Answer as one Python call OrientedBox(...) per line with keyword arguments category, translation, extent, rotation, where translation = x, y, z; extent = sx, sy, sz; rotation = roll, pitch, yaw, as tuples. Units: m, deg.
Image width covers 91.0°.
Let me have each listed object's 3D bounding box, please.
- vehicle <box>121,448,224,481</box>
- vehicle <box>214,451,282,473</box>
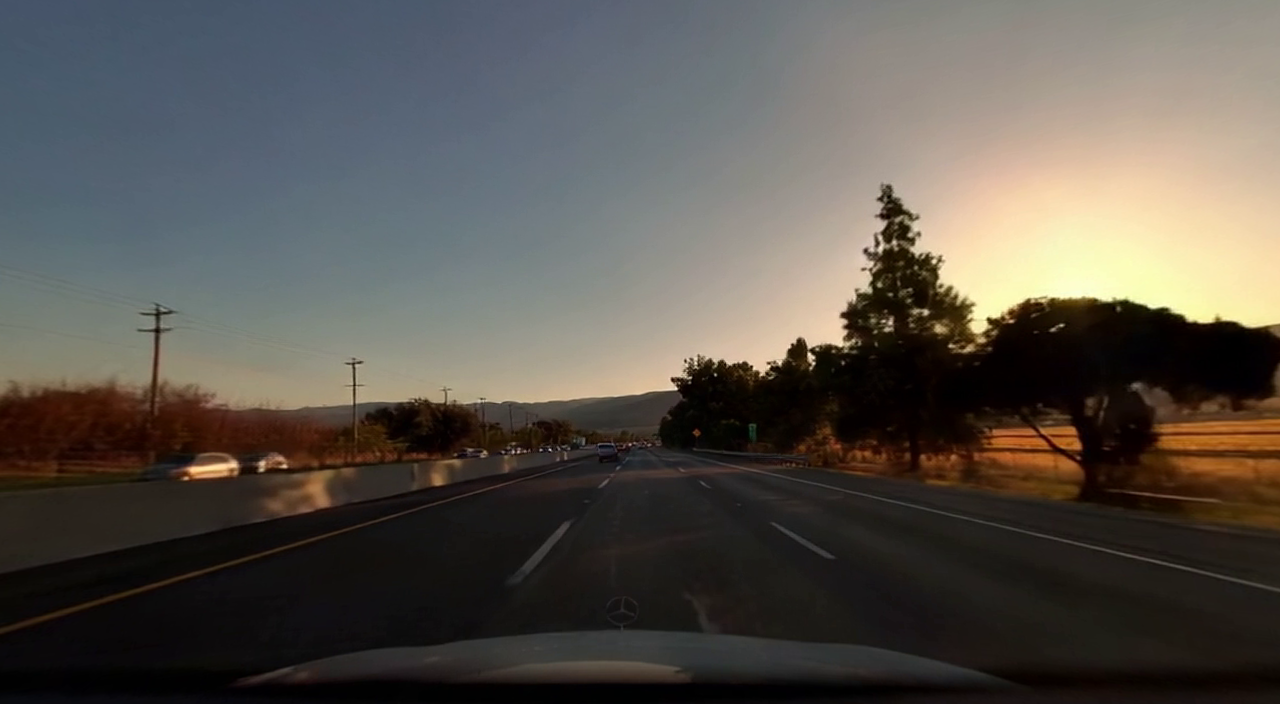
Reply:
OrientedBox(category="vehicle", translation=(-24.732, 5.929, 33.542), extent=(1.924, 1.602, 4.570), rotation=(0, -9, 0))
OrientedBox(category="vehicle", translation=(-29.057, 8.169, 46.880), extent=(1.834, 1.510, 4.854), rotation=(0, -9, 1))
